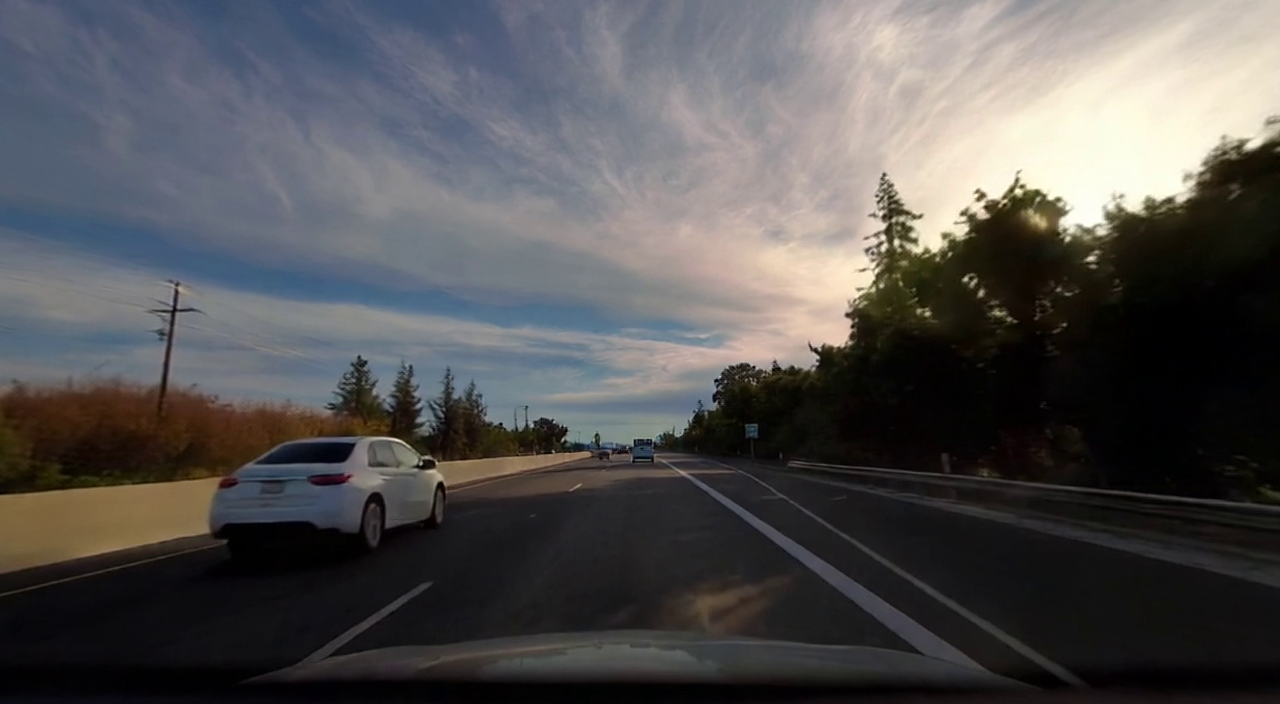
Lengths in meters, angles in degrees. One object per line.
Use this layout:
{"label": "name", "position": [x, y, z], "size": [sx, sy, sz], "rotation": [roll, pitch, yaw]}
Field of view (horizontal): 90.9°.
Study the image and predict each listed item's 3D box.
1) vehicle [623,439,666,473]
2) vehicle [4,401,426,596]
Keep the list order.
{"label": "vehicle", "position": [0.222, 5.640, 34.217], "size": [2.172, 1.687, 3.929], "rotation": [0, -9, 0]}
{"label": "vehicle", "position": [-4.498, 1.627, 7.818], "size": [2.078, 1.696, 4.437], "rotation": [0, -9, 1]}
